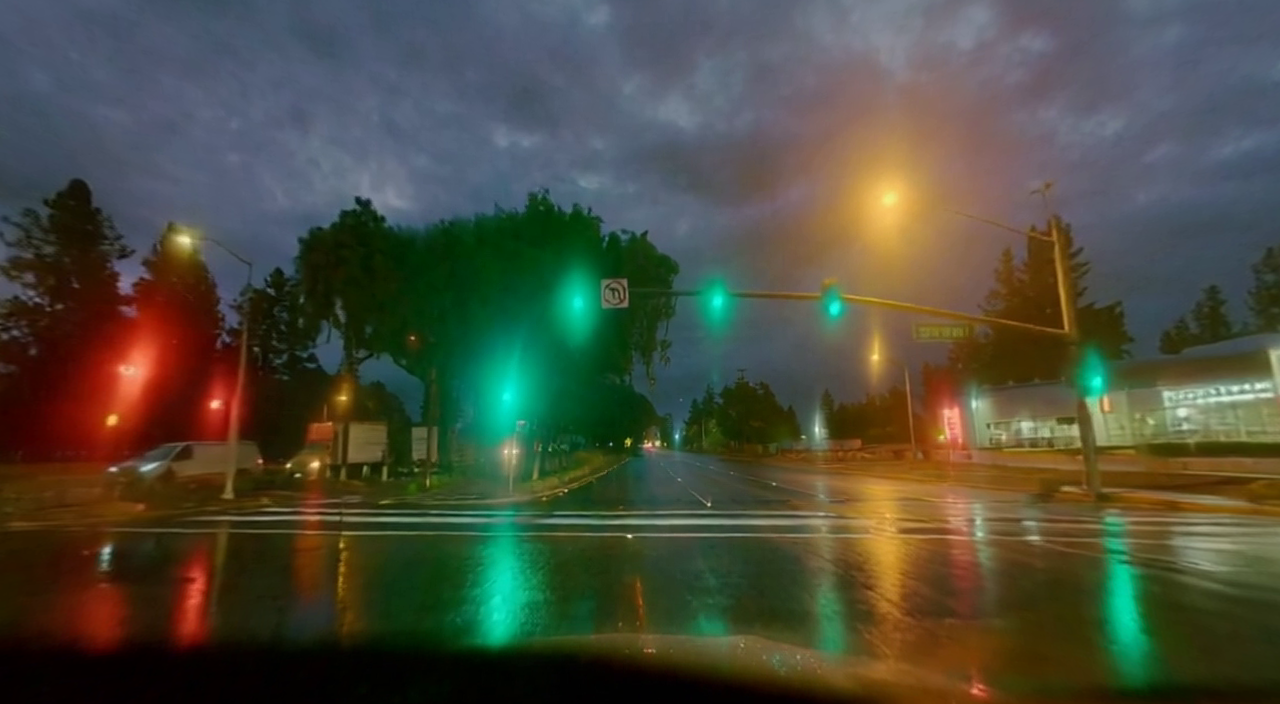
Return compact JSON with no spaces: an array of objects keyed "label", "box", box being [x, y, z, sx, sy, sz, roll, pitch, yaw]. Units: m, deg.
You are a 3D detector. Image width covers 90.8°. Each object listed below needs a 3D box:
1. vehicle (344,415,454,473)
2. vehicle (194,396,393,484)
[{"label":"vehicle","box":[-17.821,7.058,48.254,3.044,3.826,13.690,0,-9,0]},{"label":"vehicle","box":[-17.745,4.920,34.439,2.953,3.772,14.243,0,-9,-1]}]
